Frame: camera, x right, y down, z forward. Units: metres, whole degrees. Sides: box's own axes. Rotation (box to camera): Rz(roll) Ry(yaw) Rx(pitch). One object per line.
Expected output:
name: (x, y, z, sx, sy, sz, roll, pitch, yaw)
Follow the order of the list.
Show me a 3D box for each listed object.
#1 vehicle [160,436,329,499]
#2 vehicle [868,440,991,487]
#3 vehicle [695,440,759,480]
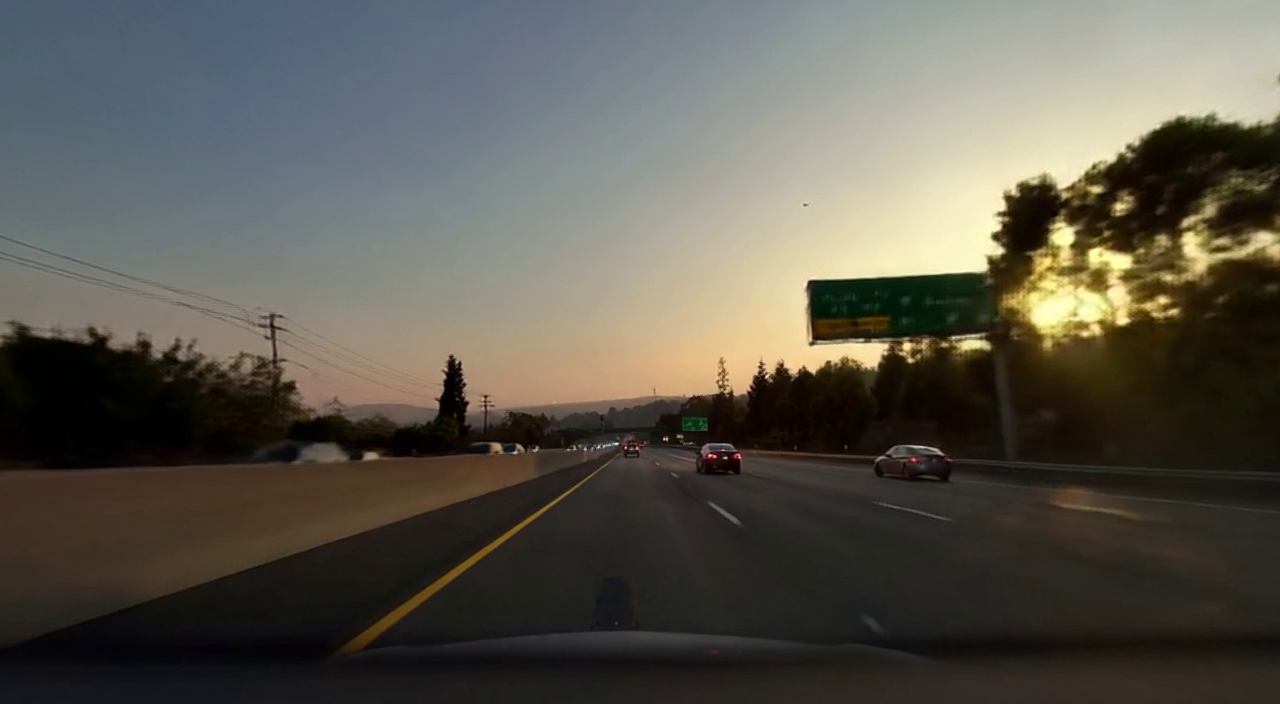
vehicle: (-11.308, 3.322, 18.560, 2.001, 1.604, 4.568, 0, -9, 0)
vehicle: (10.321, 4.010, 23.073, 1.987, 1.502, 5.130, 0, -9, -1)
vehicle: (3.660, 4.648, 27.396, 2.018, 1.600, 4.121, 0, -9, -2)
